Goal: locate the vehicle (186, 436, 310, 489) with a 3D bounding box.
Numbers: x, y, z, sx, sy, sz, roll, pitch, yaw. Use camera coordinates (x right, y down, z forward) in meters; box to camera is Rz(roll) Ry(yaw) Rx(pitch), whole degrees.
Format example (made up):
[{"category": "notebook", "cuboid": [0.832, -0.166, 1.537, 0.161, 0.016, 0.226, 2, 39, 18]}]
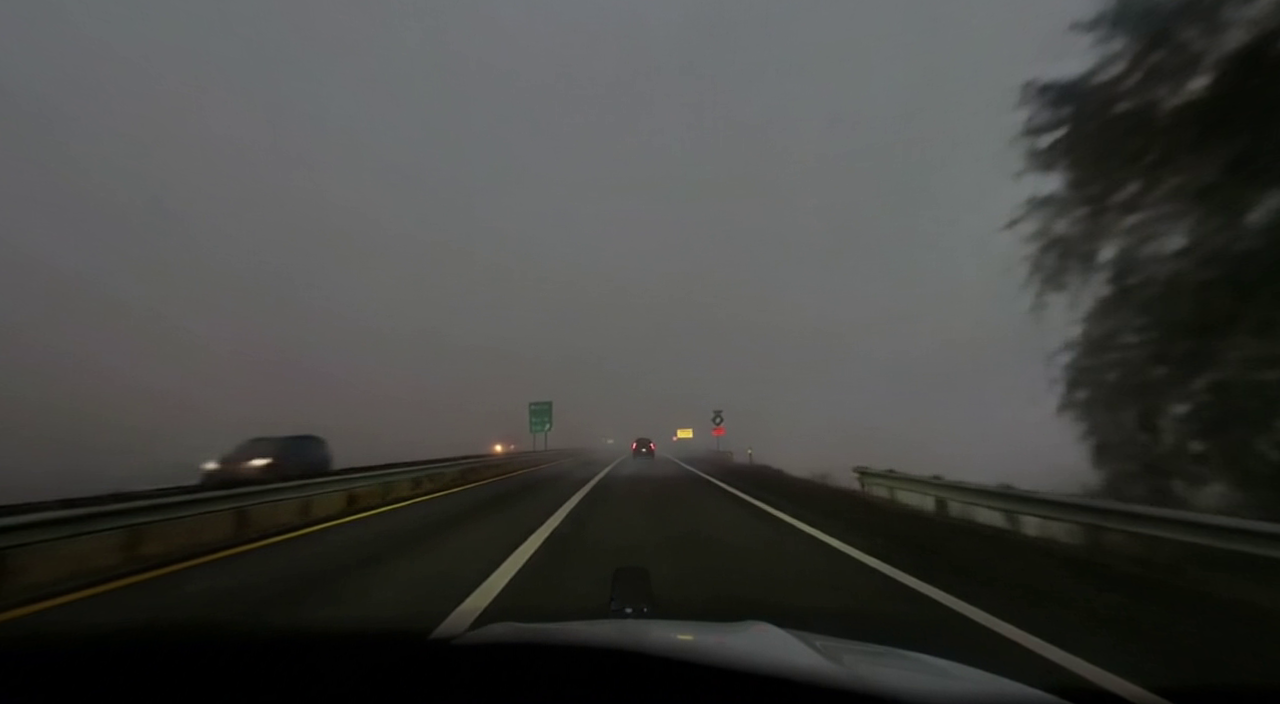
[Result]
[{"category": "vehicle", "cuboid": [-13.871, 3.904, 22.558, 1.855, 1.710, 4.028, 0, -8, -1]}]
